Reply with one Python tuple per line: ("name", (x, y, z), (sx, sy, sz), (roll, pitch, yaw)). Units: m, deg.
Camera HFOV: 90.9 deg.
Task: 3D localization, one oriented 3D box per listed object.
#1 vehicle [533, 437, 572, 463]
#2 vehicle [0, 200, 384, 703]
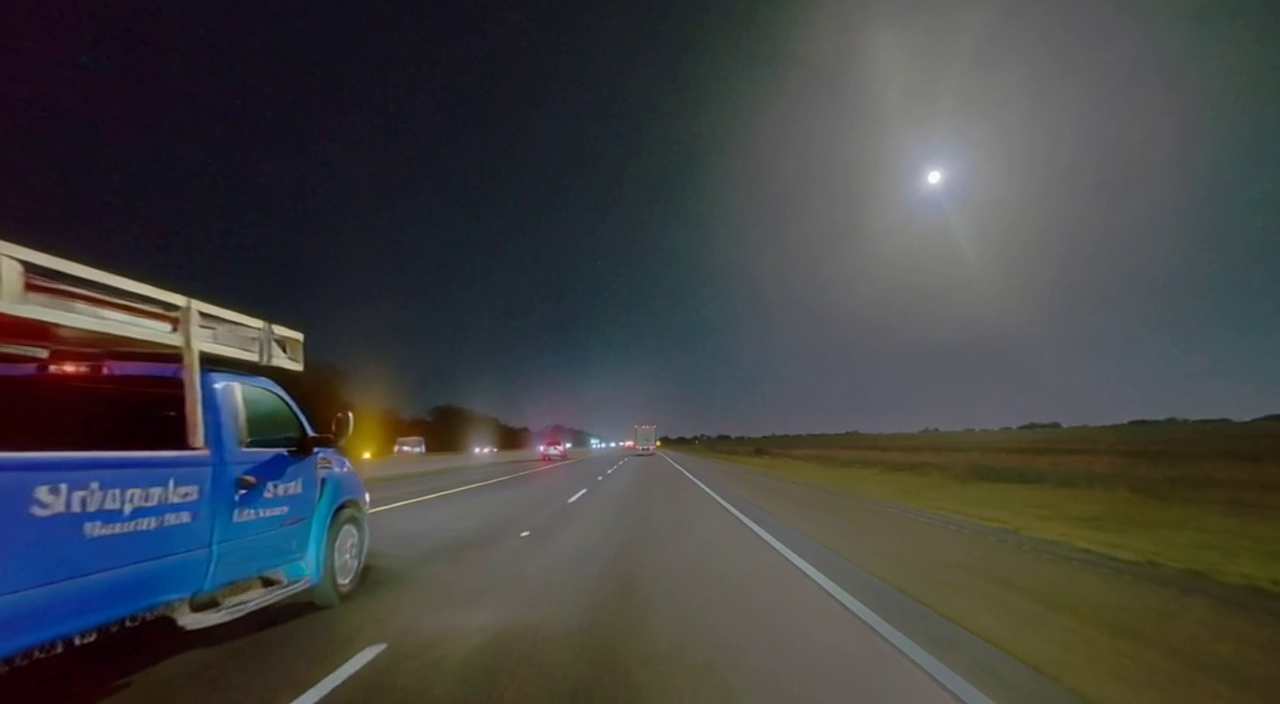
("vehicle", (-6.769, 7.629, 49.258), (2.193, 1.866, 4.807), (0, -8, 1))
("vehicle", (-3.786, 0.613, 2.362), (2.791, 2.330, 6.725), (0, -8, 0))
